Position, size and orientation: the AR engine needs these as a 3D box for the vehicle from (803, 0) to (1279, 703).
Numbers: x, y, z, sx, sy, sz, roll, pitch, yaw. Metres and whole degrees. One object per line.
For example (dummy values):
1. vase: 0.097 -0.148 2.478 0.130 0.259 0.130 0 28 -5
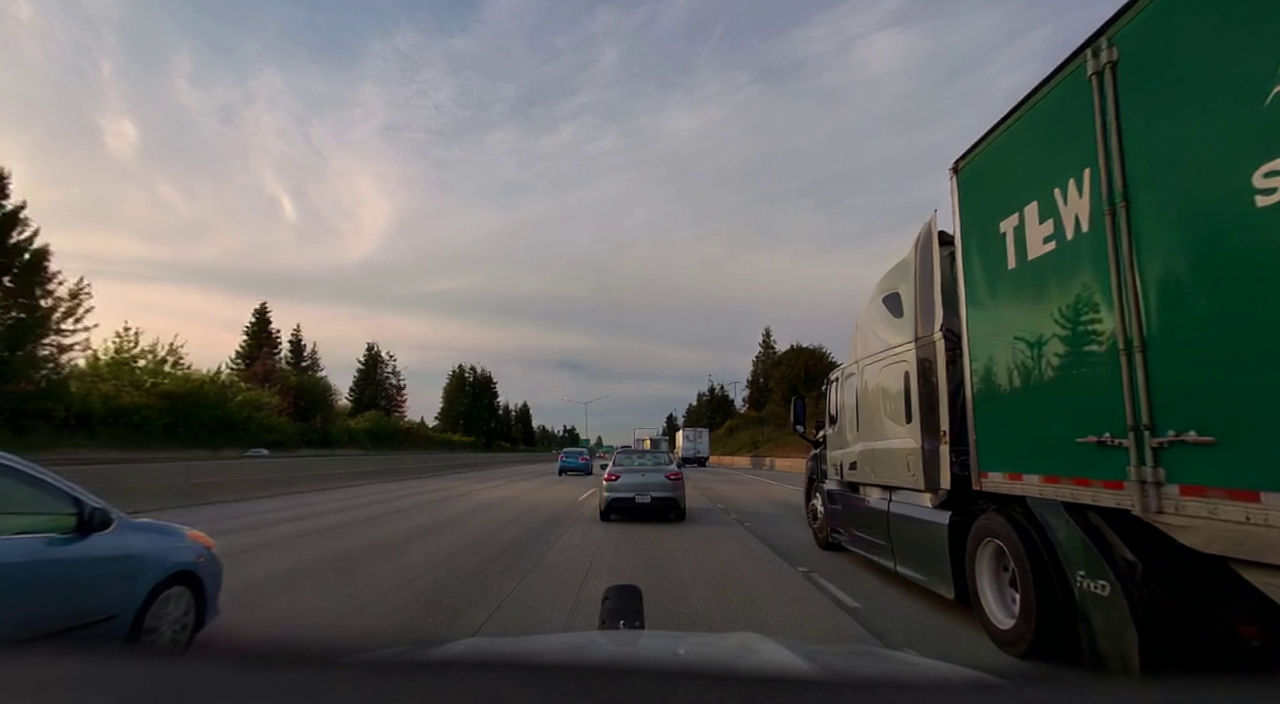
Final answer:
1. vehicle: 3.788 -0.513 0.497 2.981 4.069 16.756 0 -9 0

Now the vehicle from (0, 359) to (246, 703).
1. vehicle: -3.500 0.732 1.570 1.985 1.671 4.604 0 -9 1

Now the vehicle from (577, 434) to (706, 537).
1. vehicle: 0.011 2.332 11.485 1.973 1.574 3.426 0 -9 0
